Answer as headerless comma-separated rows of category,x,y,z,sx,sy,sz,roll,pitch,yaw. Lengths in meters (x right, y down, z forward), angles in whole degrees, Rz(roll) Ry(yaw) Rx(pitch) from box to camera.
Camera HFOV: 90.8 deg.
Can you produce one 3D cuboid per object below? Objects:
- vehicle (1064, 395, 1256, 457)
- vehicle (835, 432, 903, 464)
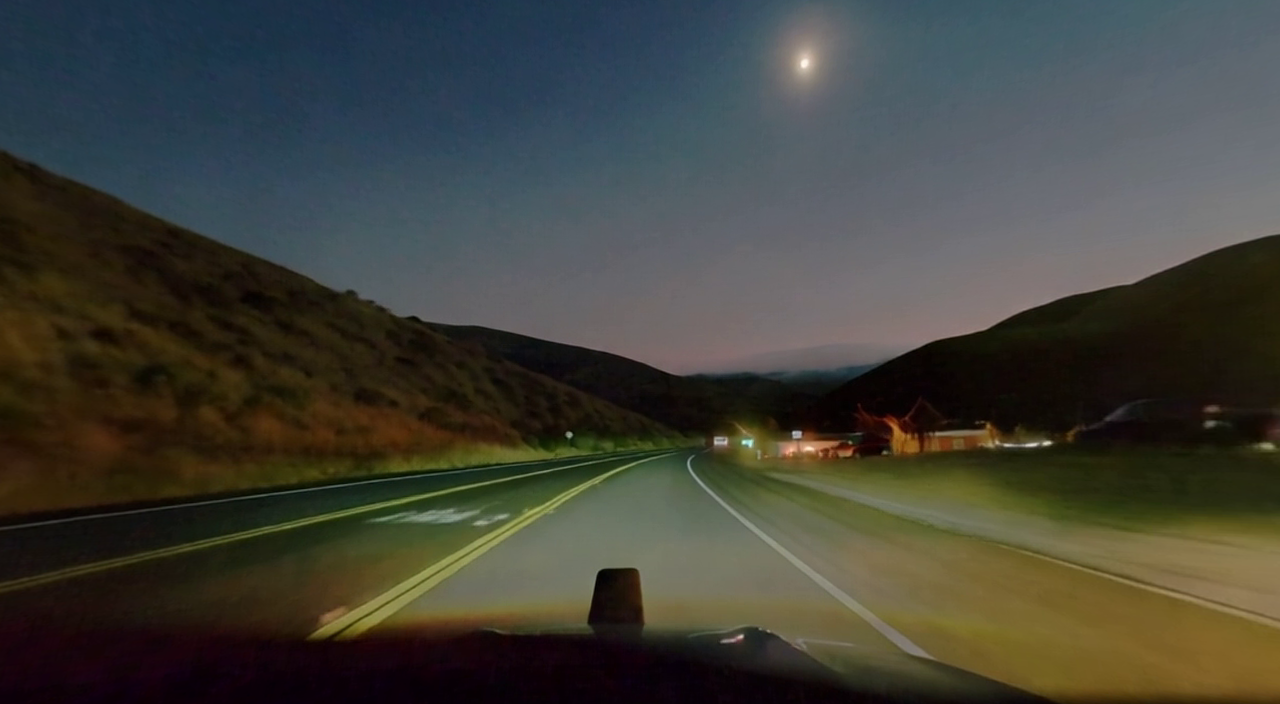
vehicle,17.385,2.602,21.544,2.098,1.872,4.777,1,-9,-7
vehicle,14.896,6.336,41.444,2.352,1.872,5.103,0,-11,-2
